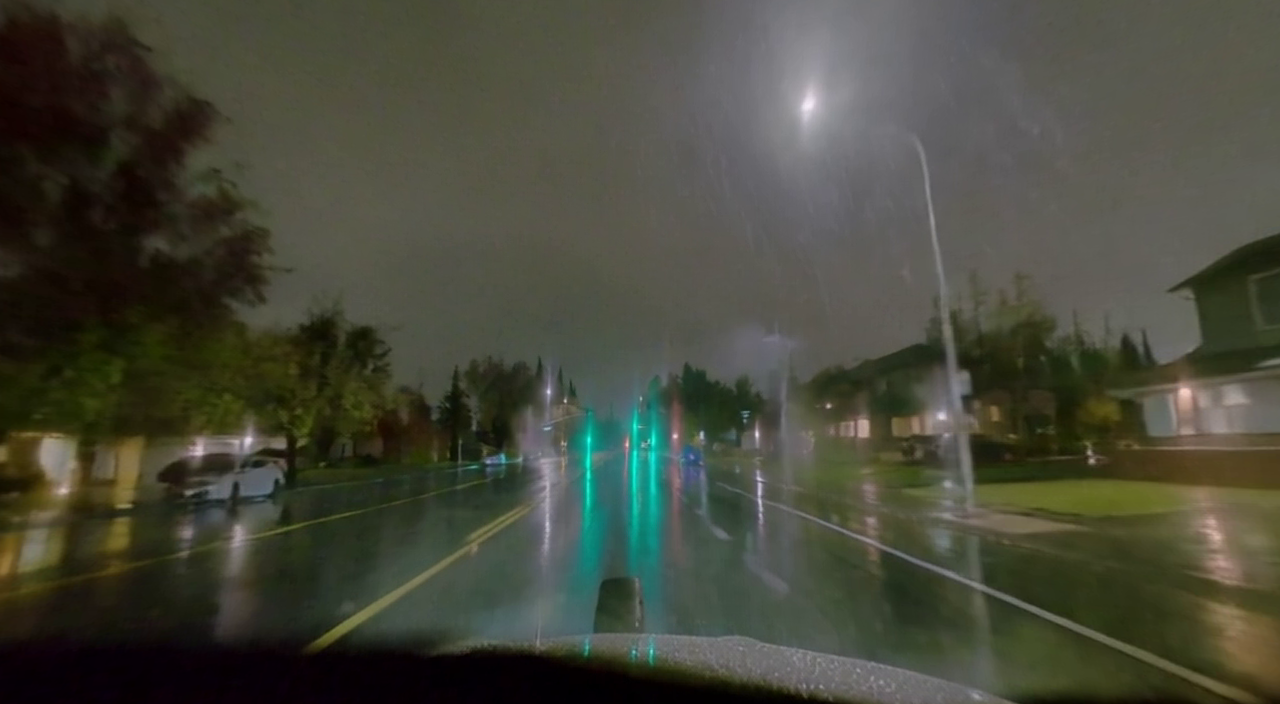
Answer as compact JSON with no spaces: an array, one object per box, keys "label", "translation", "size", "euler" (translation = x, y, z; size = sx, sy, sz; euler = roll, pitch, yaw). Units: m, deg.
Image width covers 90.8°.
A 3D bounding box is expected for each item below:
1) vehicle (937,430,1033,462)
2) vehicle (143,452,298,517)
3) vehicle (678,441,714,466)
[{"label":"vehicle","translation":[18.070,4.926,33.211],"size":[3.858,1.583,1.931],"euler":[0,-8,-2]},{"label":"vehicle","translation":[-12.905,4.055,19.873],"size":[1.936,1.504,4.456],"euler":[-2,-7,-1]},{"label":"vehicle","translation":[3.963,7.283,45.489],"size":[2.045,1.677,4.509],"euler":[0,-8,-1]}]
